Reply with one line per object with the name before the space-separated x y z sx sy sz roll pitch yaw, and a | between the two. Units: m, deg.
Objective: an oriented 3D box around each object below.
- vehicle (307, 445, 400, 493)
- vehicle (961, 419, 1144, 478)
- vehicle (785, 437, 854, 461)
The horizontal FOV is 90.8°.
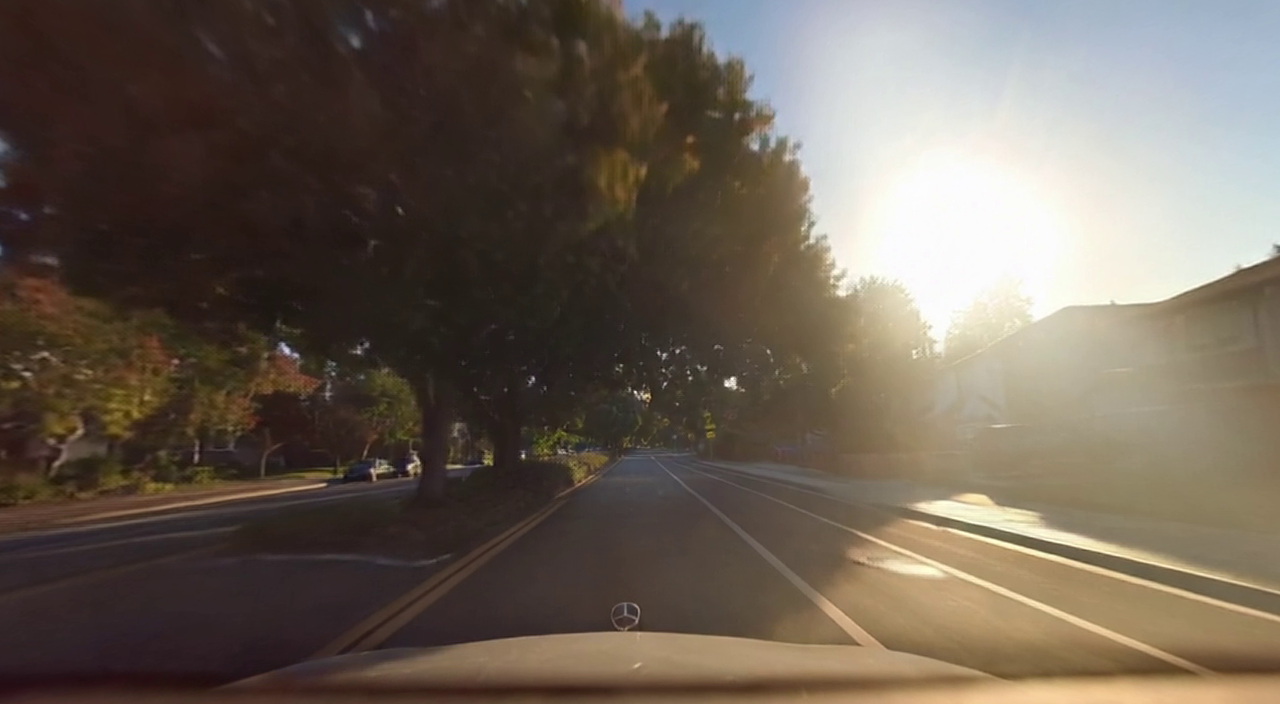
vehicle | -12.579 5.124 28.115 2.003 1.804 4.554 -1 -7 0
vehicle | 13.383 3.183 20.898 4.577 1.770 2.006 -3 -9 17
vehicle | 13.722 7.421 48.466 4.629 1.770 1.959 0 -8 0
